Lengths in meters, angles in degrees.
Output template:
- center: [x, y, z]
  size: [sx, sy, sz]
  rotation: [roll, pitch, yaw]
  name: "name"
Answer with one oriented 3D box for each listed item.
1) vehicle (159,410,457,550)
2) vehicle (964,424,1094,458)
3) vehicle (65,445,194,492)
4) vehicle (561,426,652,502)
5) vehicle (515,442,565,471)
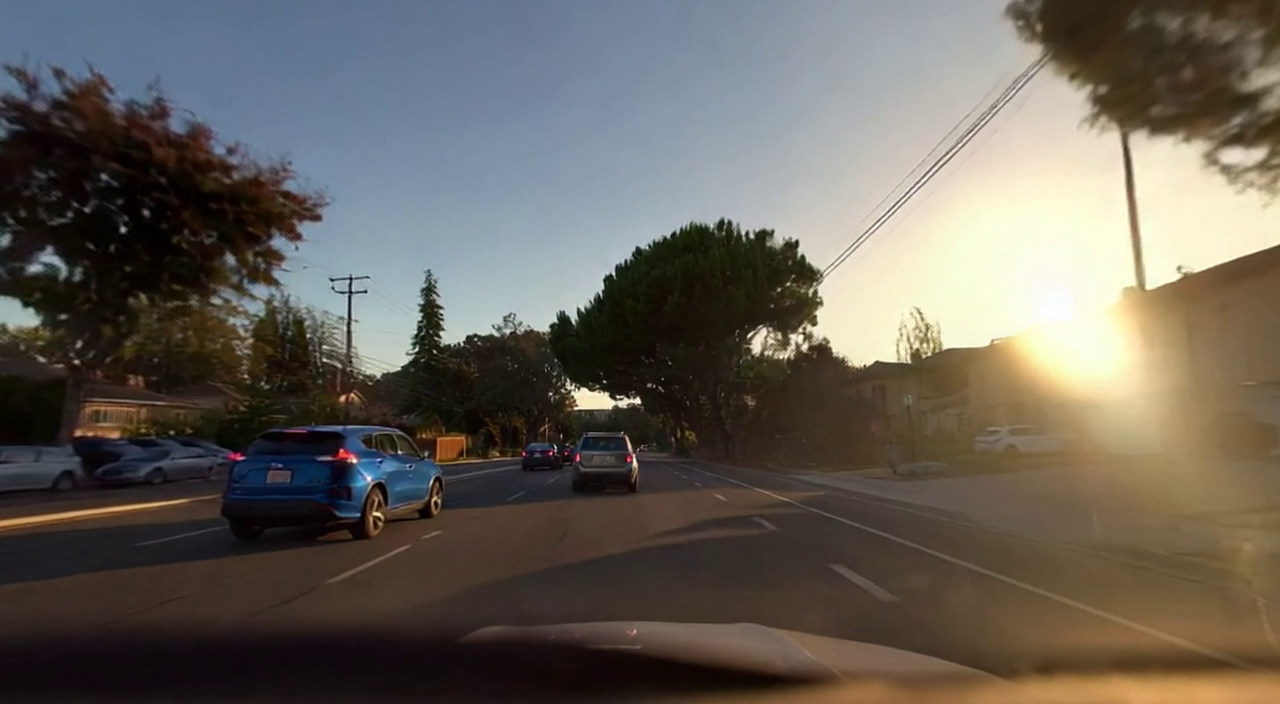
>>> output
- center: [-4.776, 1.923, 10.177]
  size: [2.243, 1.722, 4.621]
  rotation: [0, -8, 0]
  name: "vehicle"
- center: [17.304, 3.978, 28.293]
  size: [4.500, 1.442, 1.930]
  rotation: [-1, -8, 4]
  name: "vehicle"
- center: [-19.405, 4.410, 24.274]
  size: [1.707, 1.523, 3.933]
  rotation: [-2, -7, -1]
  name: "vehicle"
- center: [-0.832, 2.935, 16.984]
  size: [2.131, 1.761, 4.242]
  rotation: [0, -8, -1]
  name: "vehicle"
- center: [-5.437, 5.738, 35.020]
  size: [2.014, 1.493, 4.658]
  rotation: [0, -8, 0]
  name: "vehicle"
